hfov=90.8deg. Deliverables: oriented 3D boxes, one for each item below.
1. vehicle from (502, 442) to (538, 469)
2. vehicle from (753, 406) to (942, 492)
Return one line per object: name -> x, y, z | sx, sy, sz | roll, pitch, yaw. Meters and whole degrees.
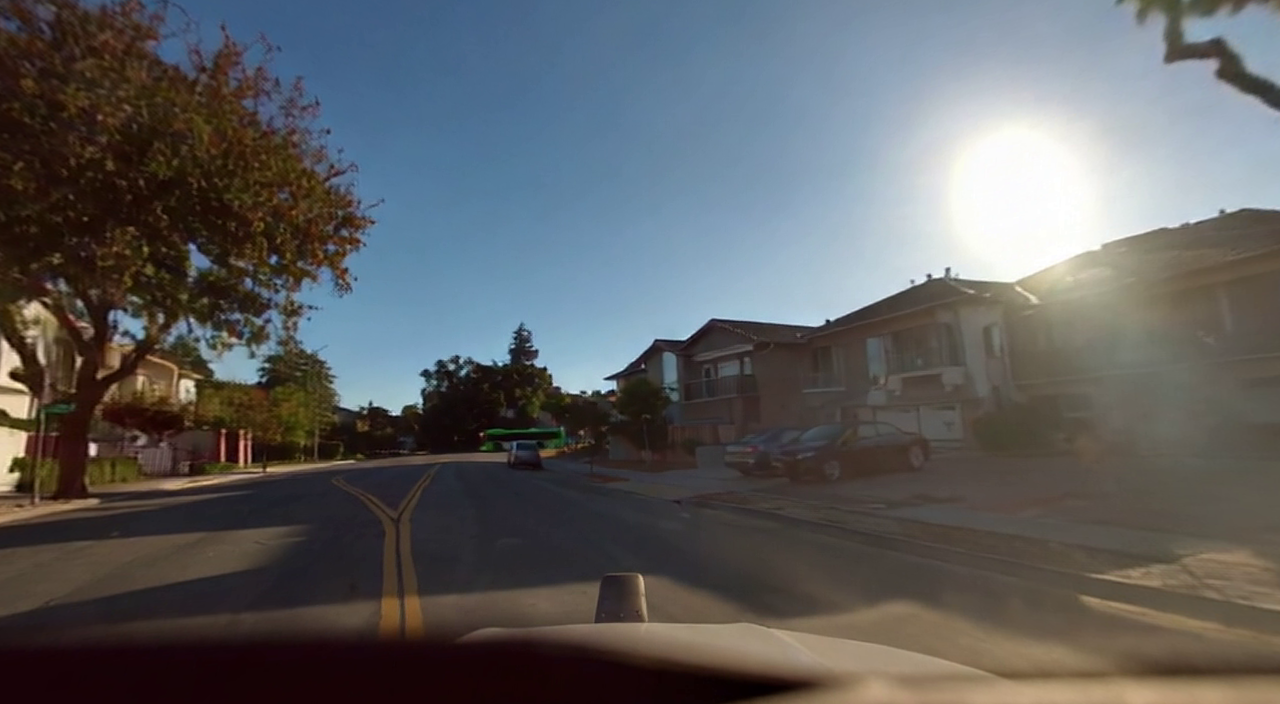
vehicle -> -7.591, 6.467, 39.632 | 1.984, 1.601, 3.994 | 2, -9, -14
vehicle -> 5.566, 2.570, 17.079 | 4.431, 1.873, 1.920 | -1, -8, -20
